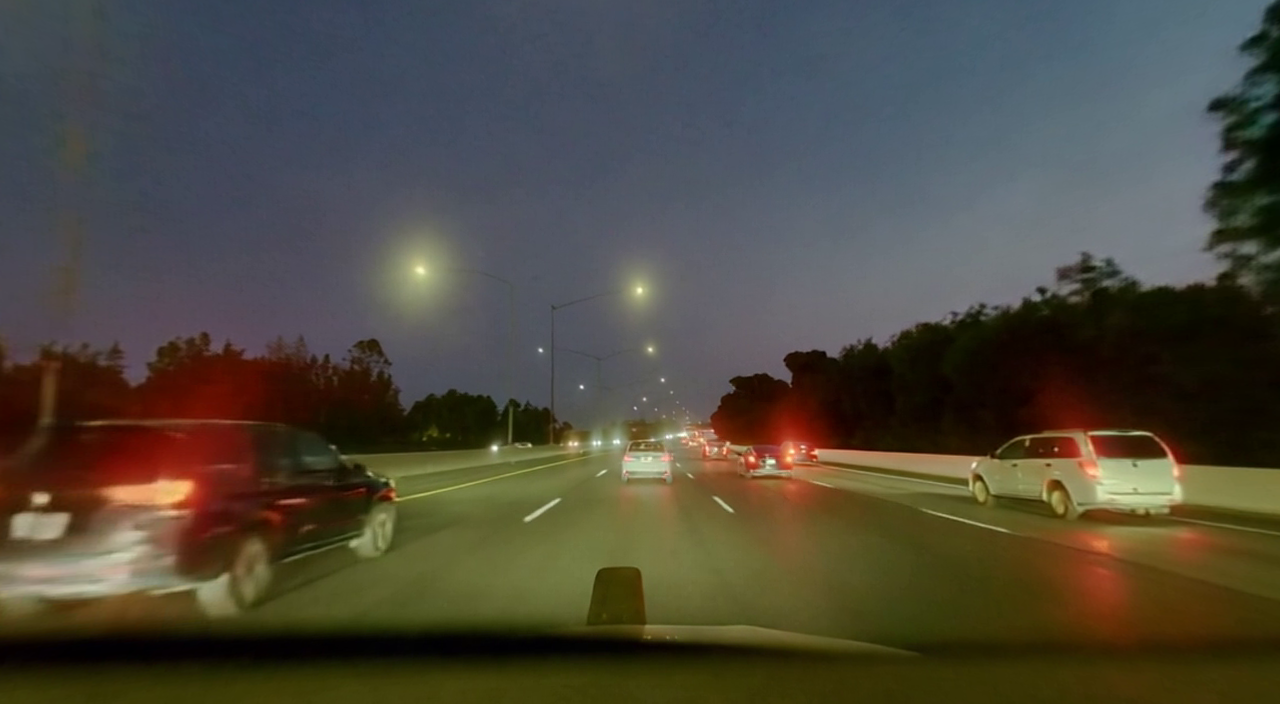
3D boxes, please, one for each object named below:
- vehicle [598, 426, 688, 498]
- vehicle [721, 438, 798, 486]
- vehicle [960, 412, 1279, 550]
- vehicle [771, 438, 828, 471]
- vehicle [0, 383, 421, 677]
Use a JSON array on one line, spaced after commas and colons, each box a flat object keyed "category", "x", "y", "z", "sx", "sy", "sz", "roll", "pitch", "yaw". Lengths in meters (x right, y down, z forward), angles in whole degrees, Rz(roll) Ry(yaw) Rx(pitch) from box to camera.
[{"category": "vehicle", "x": 0.136, "y": 2.995, "z": 17.476, "sx": 2.181, "sy": 1.728, "sz": 3.970, "roll": 0, "pitch": -9, "yaw": 2}, {"category": "vehicle", "x": 4.126, "y": 3.875, "z": 22.458, "sx": 1.999, "sy": 1.514, "sz": 4.338, "roll": 0, "pitch": -9, "yaw": 1}, {"category": "vehicle", "x": 7.406, "y": 1.940, "z": 10.120, "sx": 2.028, "sy": 1.657, "sz": 4.823, "roll": 0, "pitch": -9, "yaw": 1}, {"category": "vehicle", "x": 8.208, "y": 5.332, "z": 32.802, "sx": 1.956, "sy": 1.588, "sz": 4.305, "roll": 0, "pitch": -9, "yaw": 2}, {"category": "vehicle", "x": -4.035, "y": 1.342, "z": 5.949, "sx": 2.128, "sy": 1.627, "sz": 4.697, "roll": 0, "pitch": -9, "yaw": 1}]
